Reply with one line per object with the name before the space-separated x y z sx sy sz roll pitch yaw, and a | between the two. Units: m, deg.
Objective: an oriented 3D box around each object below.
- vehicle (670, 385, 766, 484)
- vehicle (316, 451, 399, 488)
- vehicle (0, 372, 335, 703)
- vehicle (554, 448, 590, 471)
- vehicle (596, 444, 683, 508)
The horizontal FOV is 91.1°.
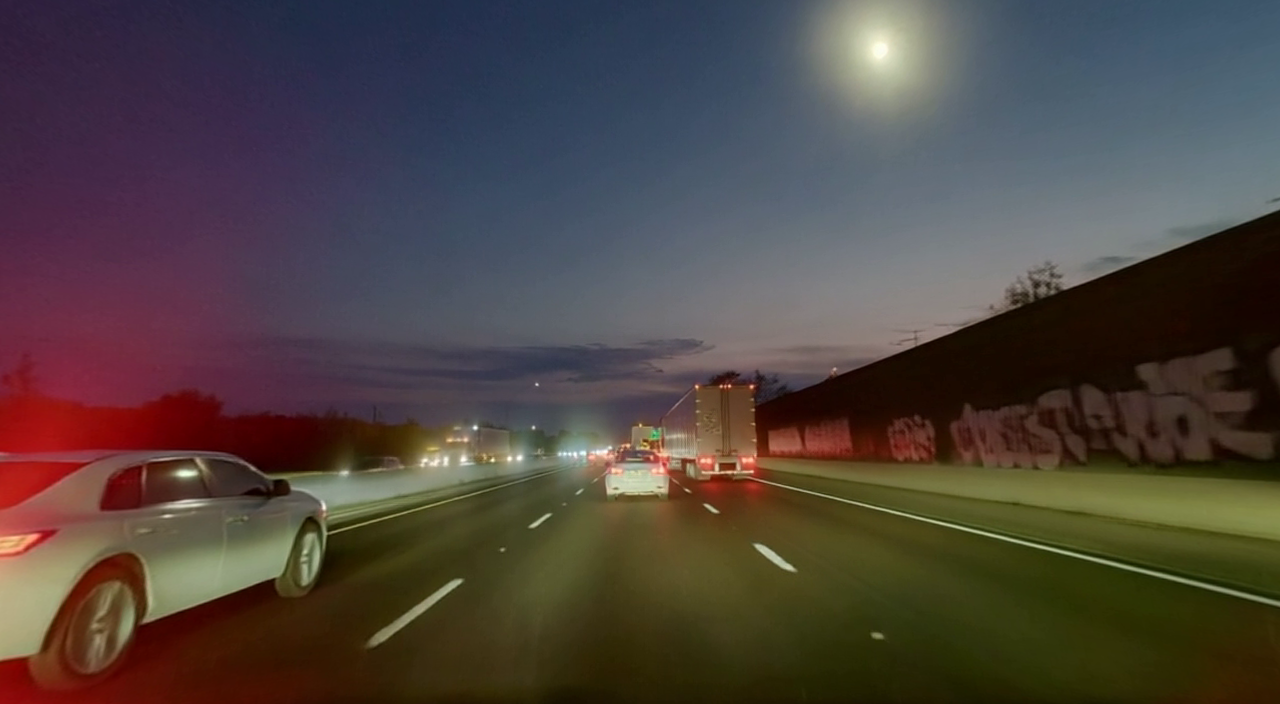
vehicle | 3.516 4.435 32.950 2.902 4.014 14.446 0 -9 -1
vehicle | -12.242 5.090 27.496 1.840 1.447 3.868 0 -9 -1
vehicle | -4.365 1.187 4.544 1.988 1.750 4.711 0 -9 -1
vehicle | -4.795 7.639 44.822 2.067 1.481 4.085 -1 -9 0
vehicle | -0.062 3.202 16.720 2.033 1.468 4.015 0 -9 -1
